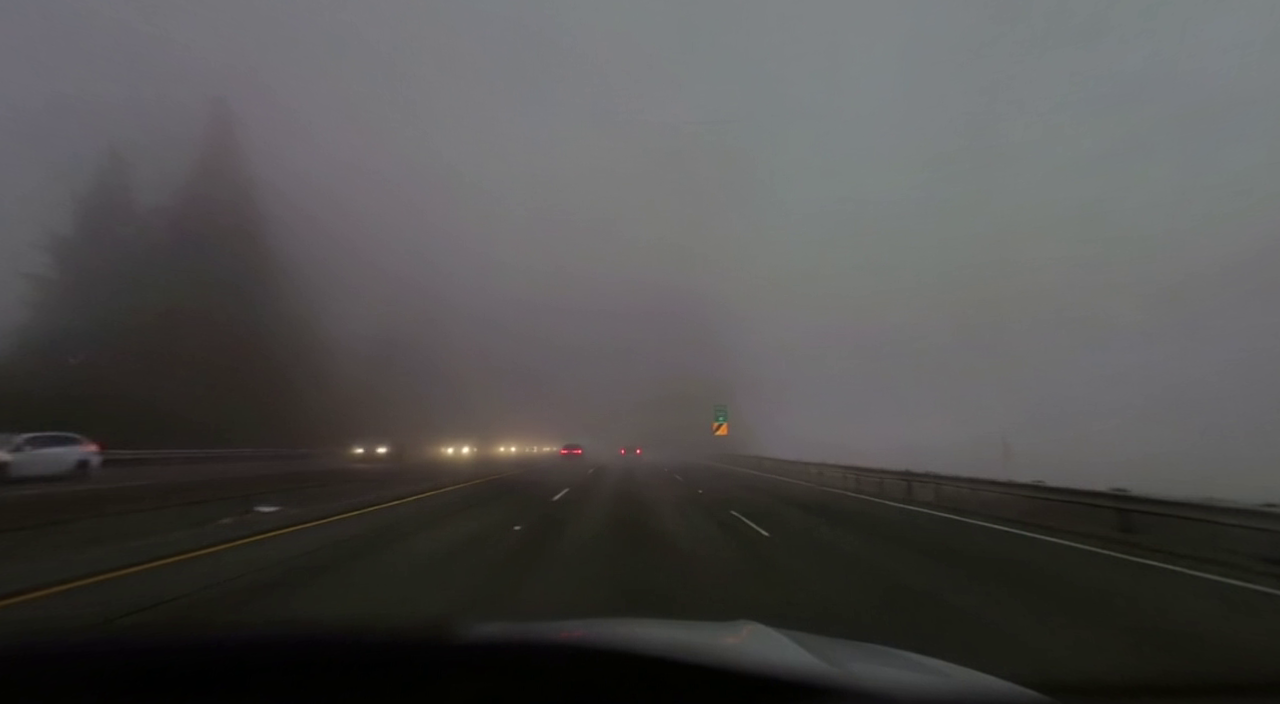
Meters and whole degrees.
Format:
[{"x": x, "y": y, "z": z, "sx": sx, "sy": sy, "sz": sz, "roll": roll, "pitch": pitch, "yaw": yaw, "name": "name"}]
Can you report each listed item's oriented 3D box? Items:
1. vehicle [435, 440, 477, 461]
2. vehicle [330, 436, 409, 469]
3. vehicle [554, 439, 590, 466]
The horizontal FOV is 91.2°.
[{"x": -13.720, "y": 7.398, "z": 46.994, "sx": 1.888, "sy": 1.491, "sz": 4.426, "roll": 0, "pitch": -9, "yaw": -1, "name": "vehicle"}, {"x": -13.325, "y": 4.982, "z": 31.160, "sx": 2.169, "sy": 1.511, "sz": 4.002, "roll": 0, "pitch": -9, "yaw": 0, "name": "vehicle"}, {"x": -4.607, "y": 6.866, "z": 42.811, "sx": 2.098, "sy": 1.692, "sz": 4.038, "roll": 0, "pitch": -9, "yaw": -2, "name": "vehicle"}]
